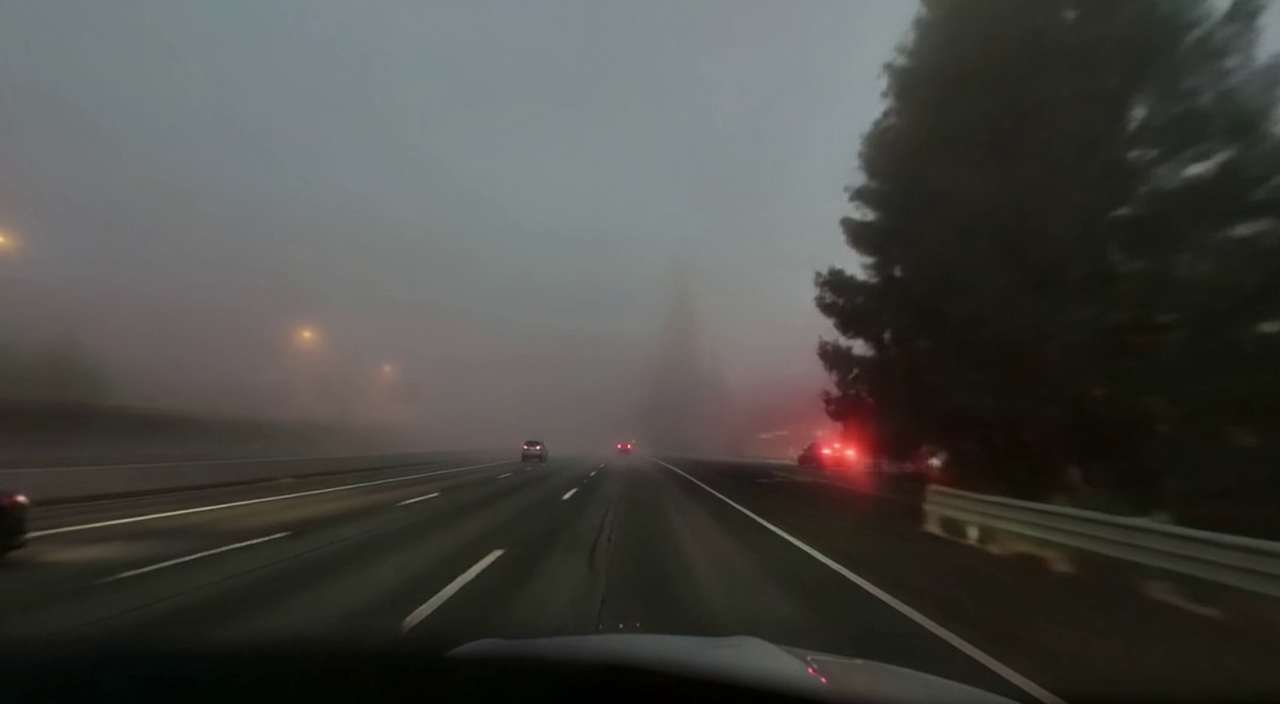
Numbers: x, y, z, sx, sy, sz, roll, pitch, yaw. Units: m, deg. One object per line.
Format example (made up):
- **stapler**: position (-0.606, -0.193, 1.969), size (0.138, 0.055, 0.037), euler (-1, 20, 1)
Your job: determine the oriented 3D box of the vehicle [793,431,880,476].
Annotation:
- **vehicle**: position (8.369, 4.383, 27.403), size (2.023, 1.782, 4.193), euler (1, -9, -6)
